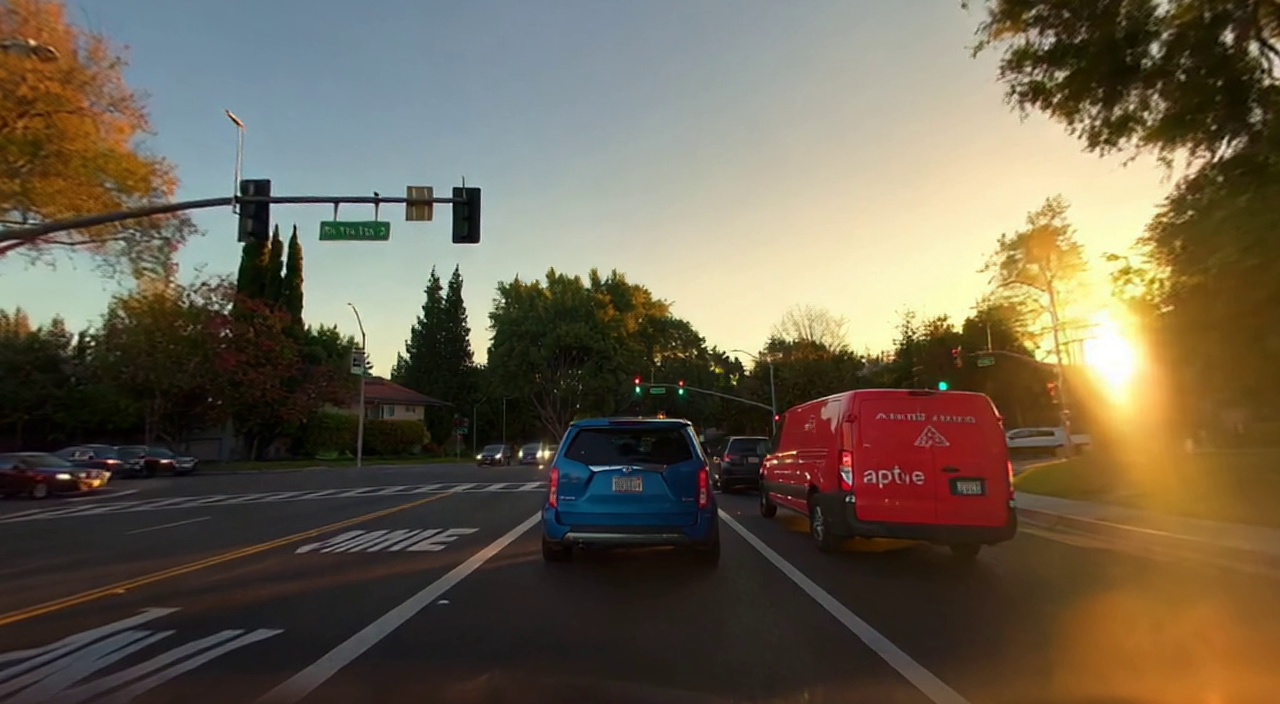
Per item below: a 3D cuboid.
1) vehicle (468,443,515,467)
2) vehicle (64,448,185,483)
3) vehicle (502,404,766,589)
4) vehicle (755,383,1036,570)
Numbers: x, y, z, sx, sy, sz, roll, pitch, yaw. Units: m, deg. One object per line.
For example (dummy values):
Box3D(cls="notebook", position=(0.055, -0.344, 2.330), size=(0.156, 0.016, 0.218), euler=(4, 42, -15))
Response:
Box3D(cls="vehicle", position=(-9.901, 6.901, 42.166), size=(1.881, 1.515, 4.262), euler=(0, -8, 3))
Box3D(cls="vehicle", position=(-25.256, 5.543, 30.916), size=(4.073, 1.603, 1.920), euler=(1, -8, -9))
Box3D(cls="vehicle", position=(-0.046, 1.598, 7.794), size=(2.321, 1.624, 4.367), euler=(0, -8, 0))
Box3D(cls="vehicle", position=(3.044, 1.596, 8.704), size=(2.059, 1.924, 4.257), euler=(0, -8, 0))
